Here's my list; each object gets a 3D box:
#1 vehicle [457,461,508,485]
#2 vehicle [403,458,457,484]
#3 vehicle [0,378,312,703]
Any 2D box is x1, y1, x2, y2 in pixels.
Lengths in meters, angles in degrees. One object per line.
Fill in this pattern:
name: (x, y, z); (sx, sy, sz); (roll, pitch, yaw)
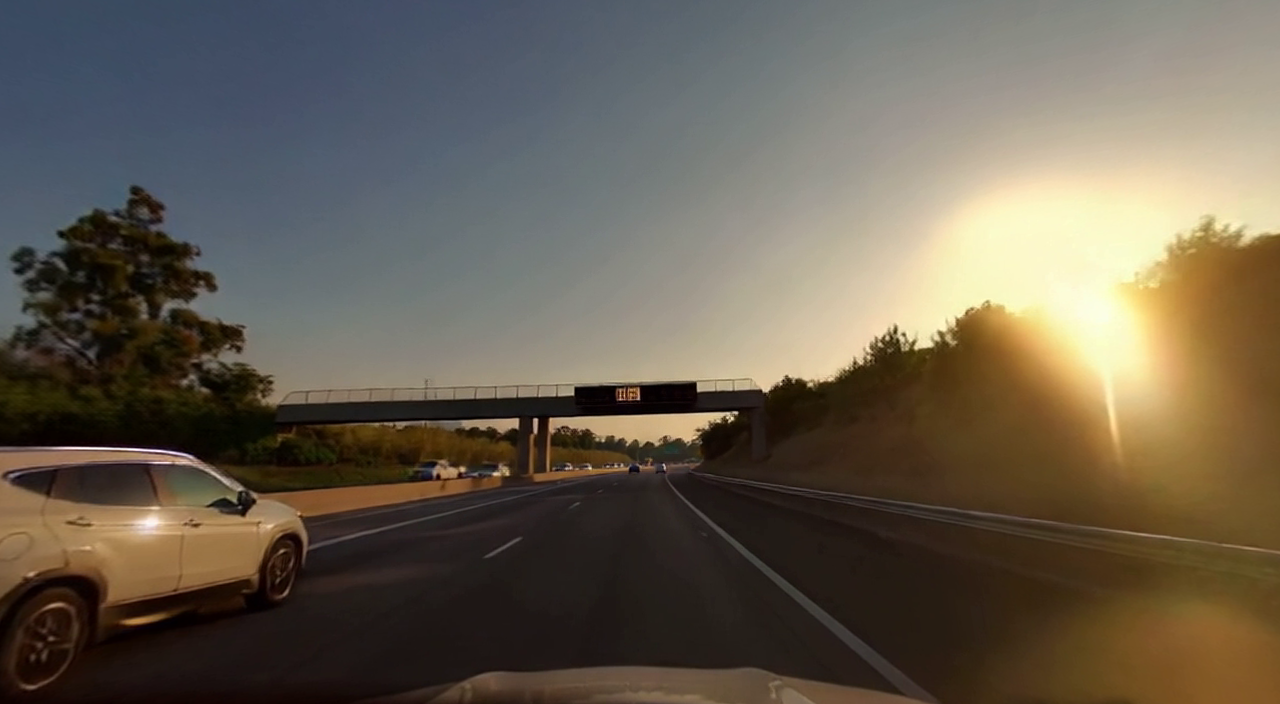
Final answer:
vehicle: (-10.397, 8.041, 41.843); (2.082, 1.462, 4.201); (1, -11, 3)
vehicle: (-15.086, 8.587, 45.546); (2.022, 1.687, 4.737); (1, -11, 3)
vehicle: (-4.125, 1.040, 3.393); (2.141, 1.697, 4.641); (1, -11, 0)
